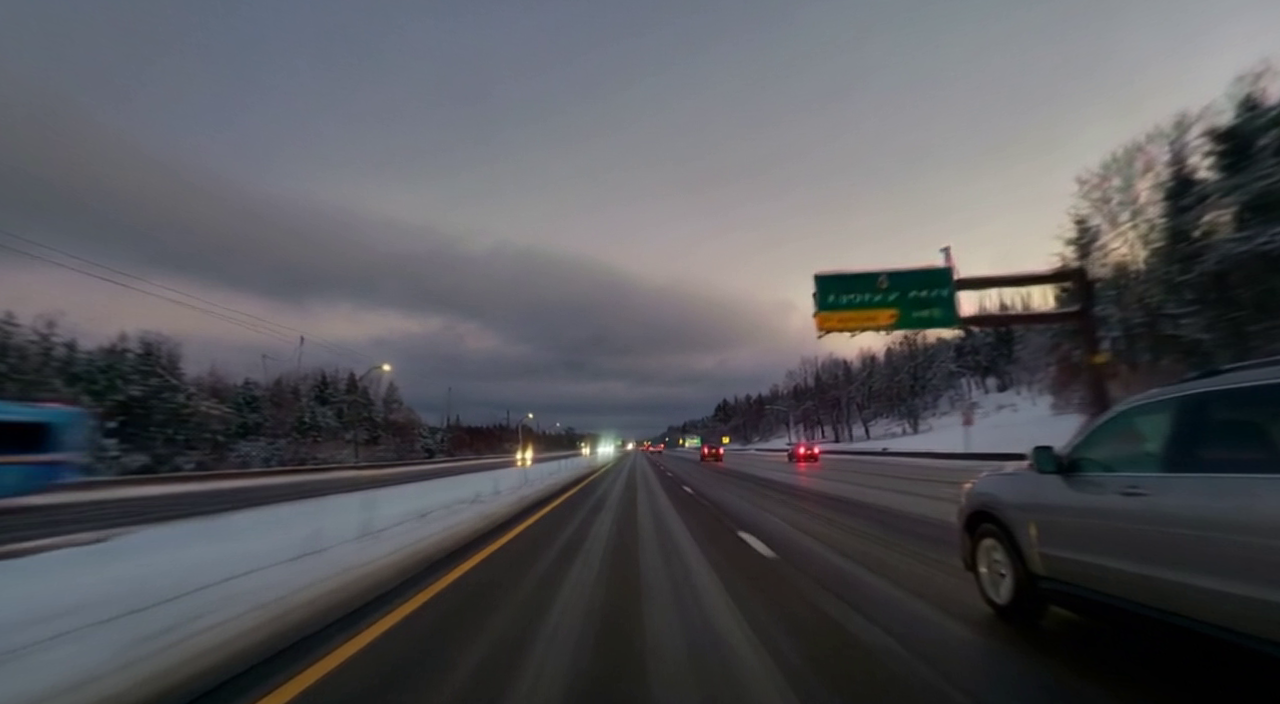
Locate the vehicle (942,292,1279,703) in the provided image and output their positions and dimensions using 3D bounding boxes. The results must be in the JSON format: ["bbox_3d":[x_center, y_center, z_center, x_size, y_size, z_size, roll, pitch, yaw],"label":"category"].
[{"bbox_3d":[3.511,0.720,2.450,2.207,1.850,4.875,0,-9,0],"label":"vehicle"}]
